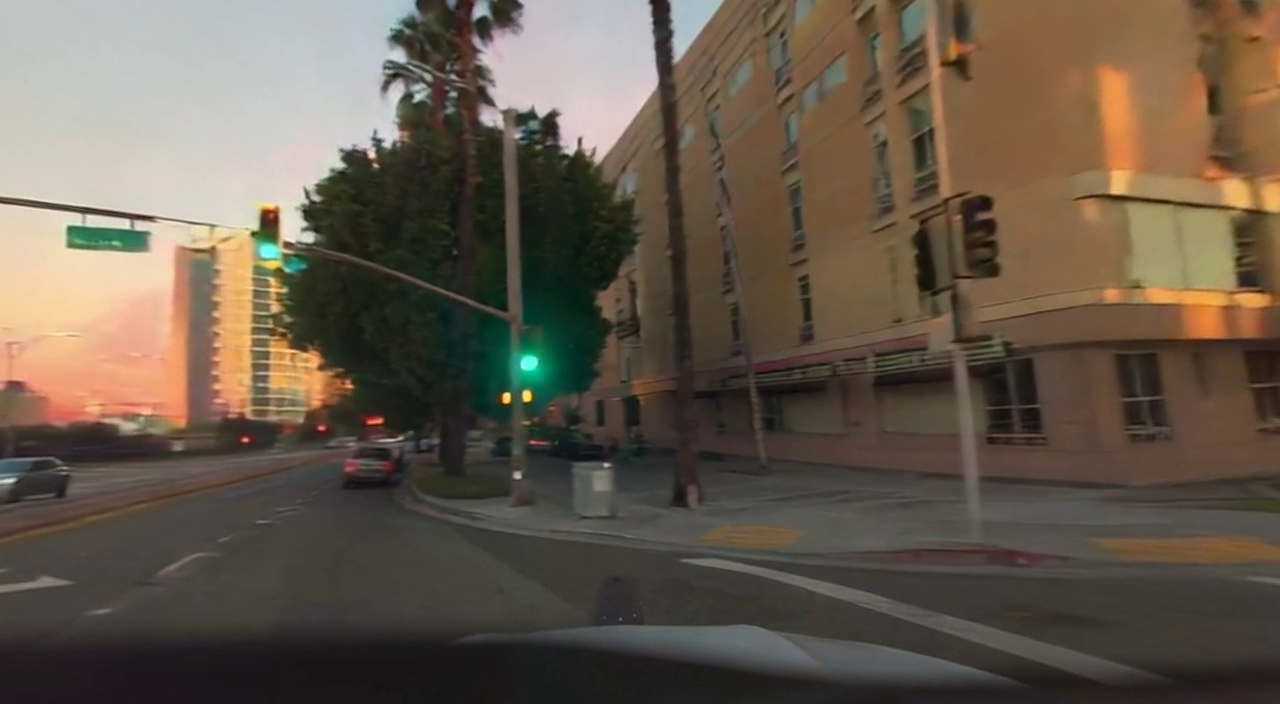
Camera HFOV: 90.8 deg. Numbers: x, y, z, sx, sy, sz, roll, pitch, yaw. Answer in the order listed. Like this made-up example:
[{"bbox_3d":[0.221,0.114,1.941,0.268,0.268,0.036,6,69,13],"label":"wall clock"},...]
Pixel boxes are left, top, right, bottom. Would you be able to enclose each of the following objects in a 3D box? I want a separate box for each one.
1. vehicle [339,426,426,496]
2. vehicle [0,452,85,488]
[{"bbox_3d":[-7.872,3.342,19.757,2.006,1.867,4.651,2,-9,-16],"label":"vehicle"},{"bbox_3d":[-30.685,5.926,32.059,2.118,1.619,4.161,2,-9,-16],"label":"vehicle"}]
